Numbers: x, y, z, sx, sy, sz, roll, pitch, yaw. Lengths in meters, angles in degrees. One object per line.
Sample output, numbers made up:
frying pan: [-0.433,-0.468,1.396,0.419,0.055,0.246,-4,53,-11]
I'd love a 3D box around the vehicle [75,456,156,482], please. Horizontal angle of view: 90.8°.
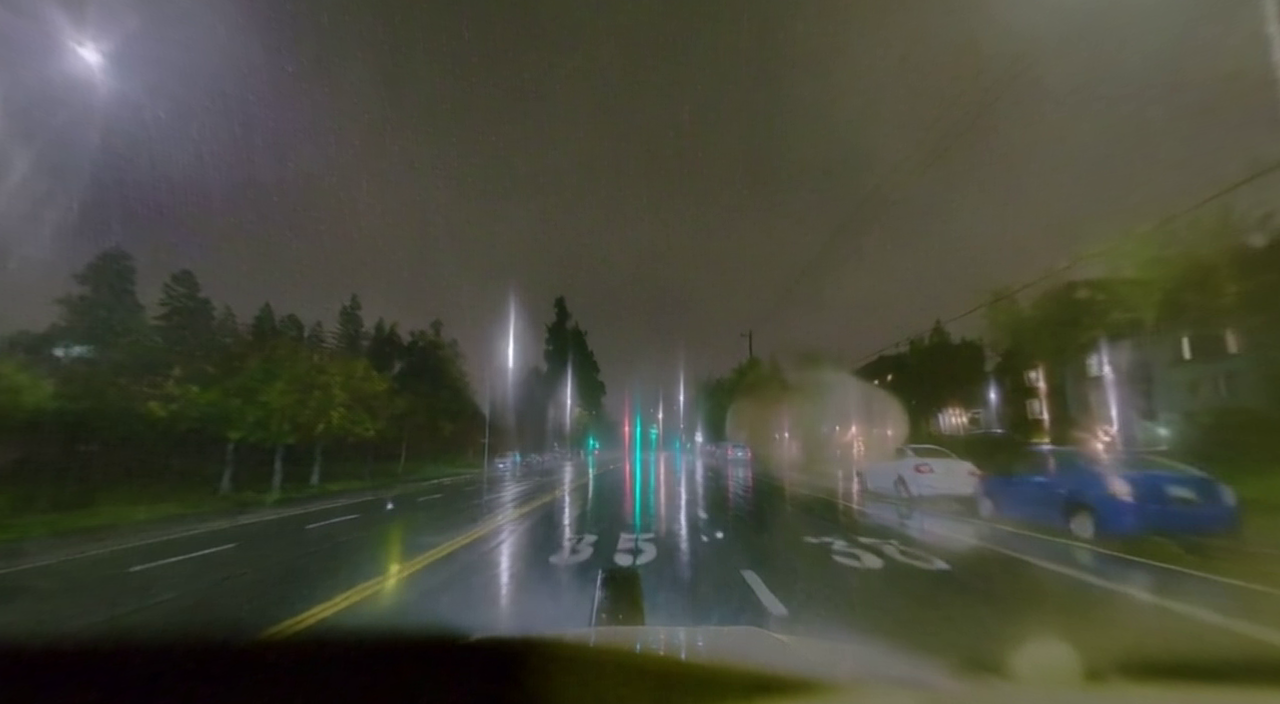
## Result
vehicle: [-32.847,7.302,39.706,1.736,1.437,3.766,0,-8,1]

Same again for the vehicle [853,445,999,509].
vehicle: [7.168,3.133,16.415,1.854,1.425,4.316,0,-8,2]

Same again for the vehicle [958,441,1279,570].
vehicle: [6.997,2.101,9.561,2.001,1.454,4.494,0,-8,0]
